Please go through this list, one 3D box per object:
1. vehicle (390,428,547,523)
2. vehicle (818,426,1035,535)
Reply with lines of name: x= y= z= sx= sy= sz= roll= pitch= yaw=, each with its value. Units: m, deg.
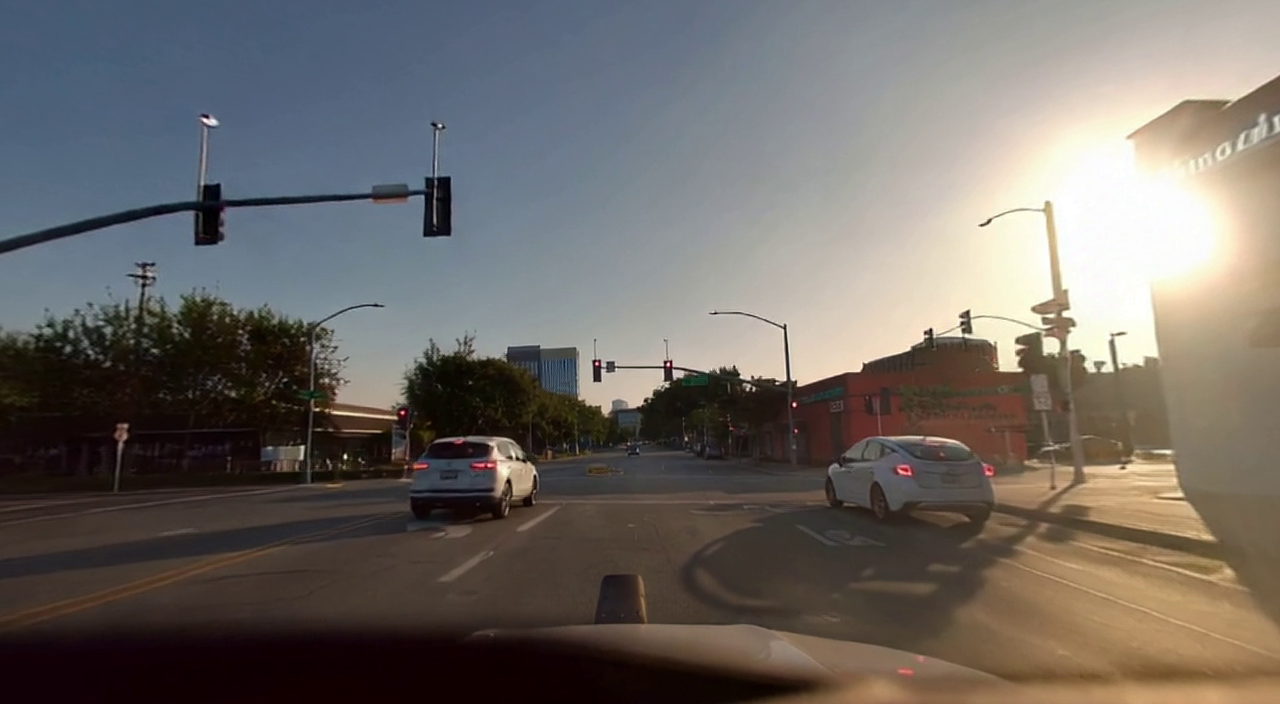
vehicle: x=-3.284 y=2.457 z=13.040 sx=1.947 sy=1.627 sz=4.248 roll=0 pitch=-9 yaw=1
vehicle: x=5.039 y=2.314 z=11.965 sx=2.039 sy=1.655 sz=4.495 roll=0 pitch=-9 yaw=1
